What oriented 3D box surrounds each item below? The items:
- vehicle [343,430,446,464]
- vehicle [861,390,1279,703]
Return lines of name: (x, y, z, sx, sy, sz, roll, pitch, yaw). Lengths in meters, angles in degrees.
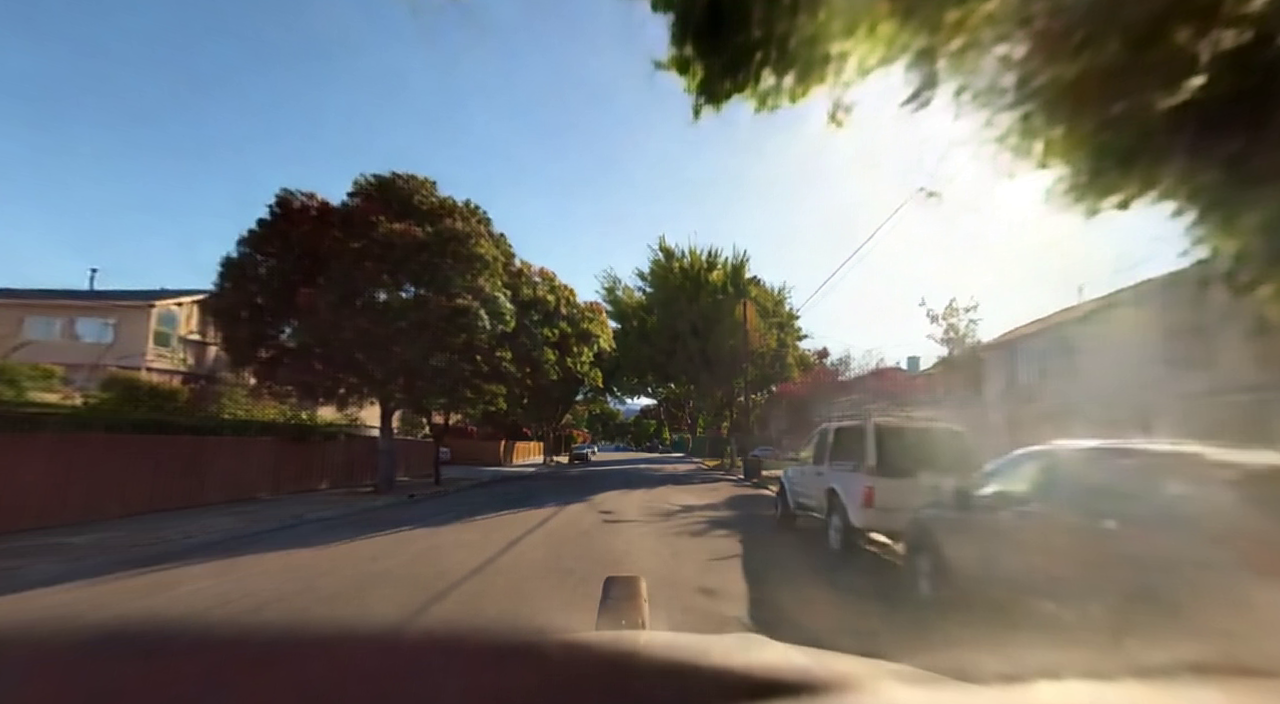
vehicle: (-13.884, 5.428, 35.795, 4.928, 1.844, 2.163, 0, -9, -3)
vehicle: (3.077, 1.207, 3.802, 1.976, 1.552, 4.442, 1, -9, 2)
